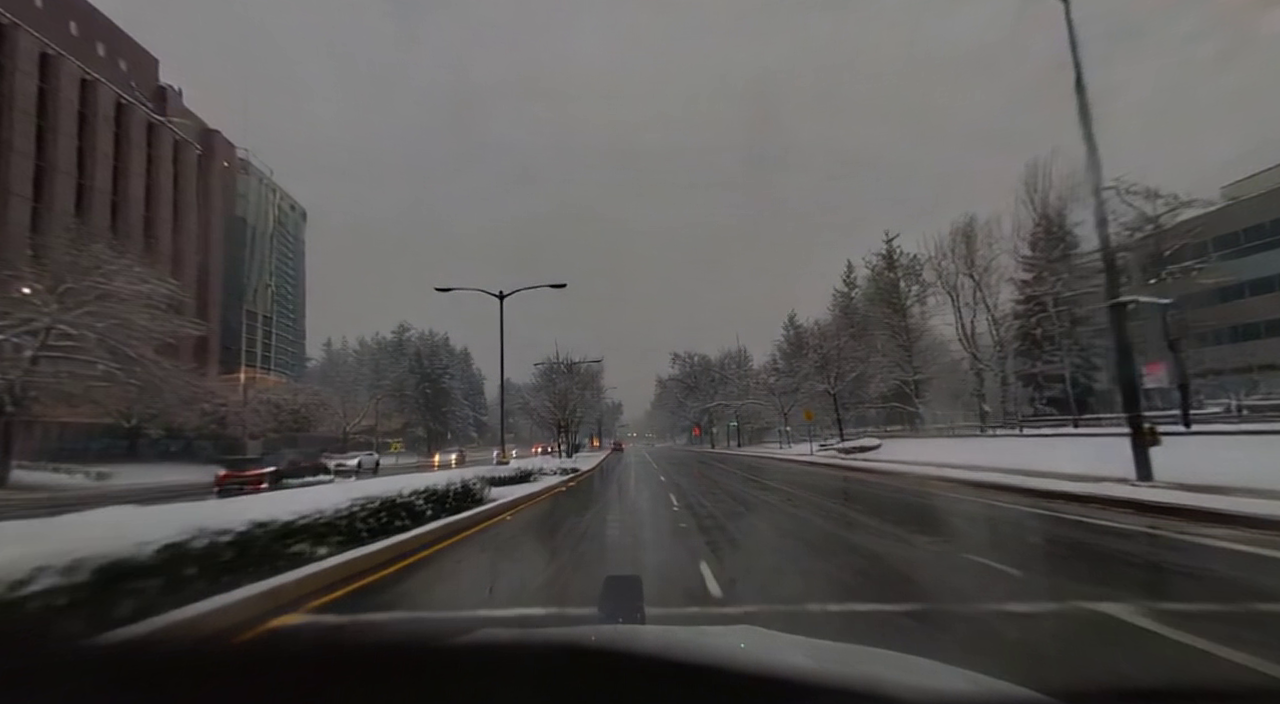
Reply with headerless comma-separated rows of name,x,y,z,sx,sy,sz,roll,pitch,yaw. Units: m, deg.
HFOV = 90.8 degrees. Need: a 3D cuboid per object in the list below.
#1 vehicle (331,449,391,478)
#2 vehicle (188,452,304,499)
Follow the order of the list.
vehicle,-18.578,7.429,42.324,1.980,1.732,4.498,-2,-8,1
vehicle,-15.269,4.757,24.783,1.833,1.496,4.157,-4,-8,1
